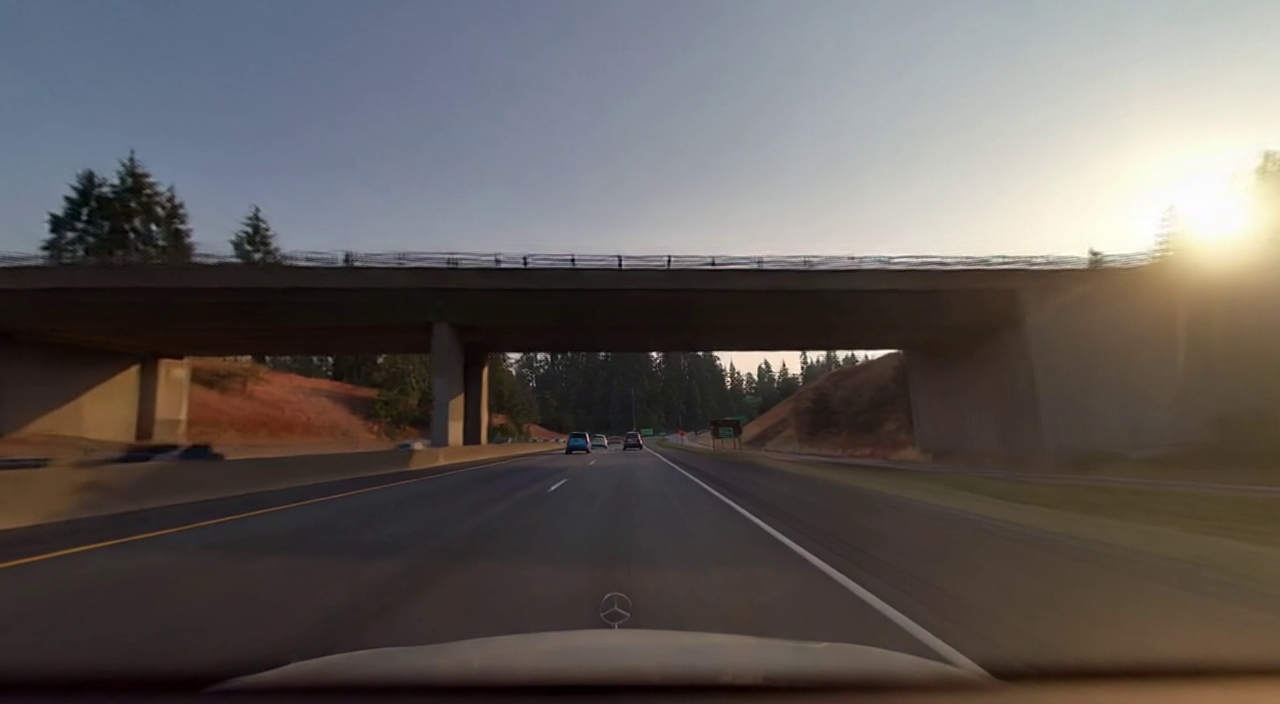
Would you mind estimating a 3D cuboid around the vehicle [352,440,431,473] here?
[{"bbox_3d":[-12.440,5.240,31.938,2.226,1.472,4.442,0,-8,-1],"label":"vehicle"}]

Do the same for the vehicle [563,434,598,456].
[{"bbox_3d":[-4.355,6.880,46.758,2.169,1.588,4.264,0,-8,-1],"label":"vehicle"}]

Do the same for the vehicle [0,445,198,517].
[{"bbox_3d":[-12.997,2.951,14.980,2.062,1.437,4.002,0,-8,-1],"label":"vehicle"}]
